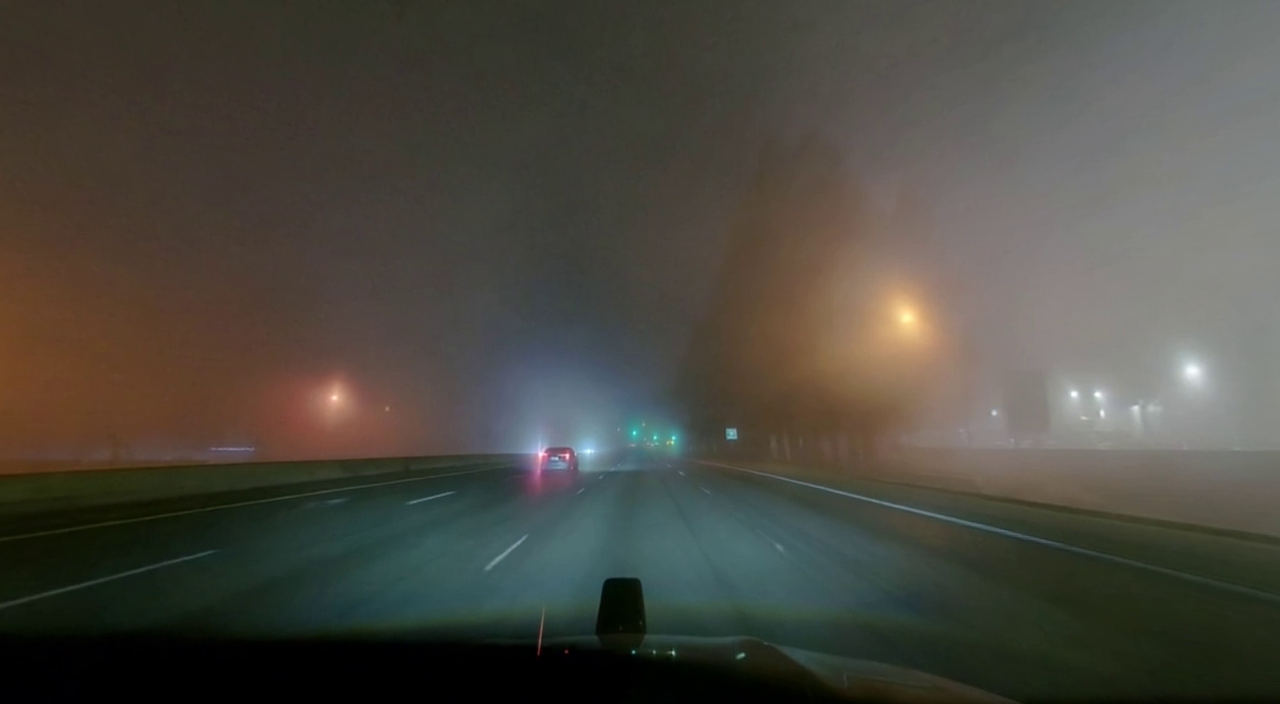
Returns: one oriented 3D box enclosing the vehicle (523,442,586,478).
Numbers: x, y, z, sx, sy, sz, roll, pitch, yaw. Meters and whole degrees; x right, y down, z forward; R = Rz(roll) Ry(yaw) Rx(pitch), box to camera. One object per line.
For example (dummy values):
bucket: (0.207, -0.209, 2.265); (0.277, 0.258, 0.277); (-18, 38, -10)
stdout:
vehicle: (-3.682, 4.705, 27.779); (2.128, 1.450, 4.078); (0, -8, 1)
